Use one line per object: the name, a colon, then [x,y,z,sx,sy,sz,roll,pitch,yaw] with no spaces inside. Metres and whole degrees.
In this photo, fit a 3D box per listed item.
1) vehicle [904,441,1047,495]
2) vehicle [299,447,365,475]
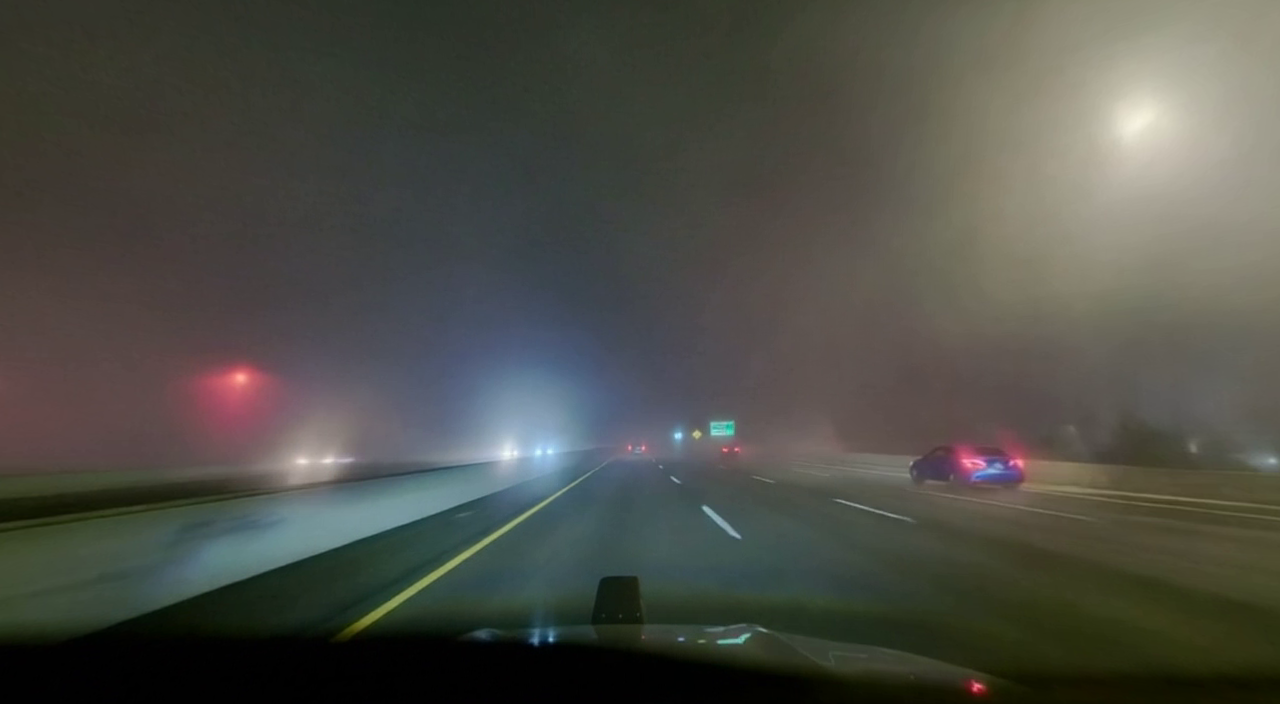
vehicle: [10.667,3.684,20.595,2.024,1.481,4.747,1,-8,-1]
vehicle: [-21.232,7.519,43.793,2.059,1.687,5.067,0,-8,-1]
